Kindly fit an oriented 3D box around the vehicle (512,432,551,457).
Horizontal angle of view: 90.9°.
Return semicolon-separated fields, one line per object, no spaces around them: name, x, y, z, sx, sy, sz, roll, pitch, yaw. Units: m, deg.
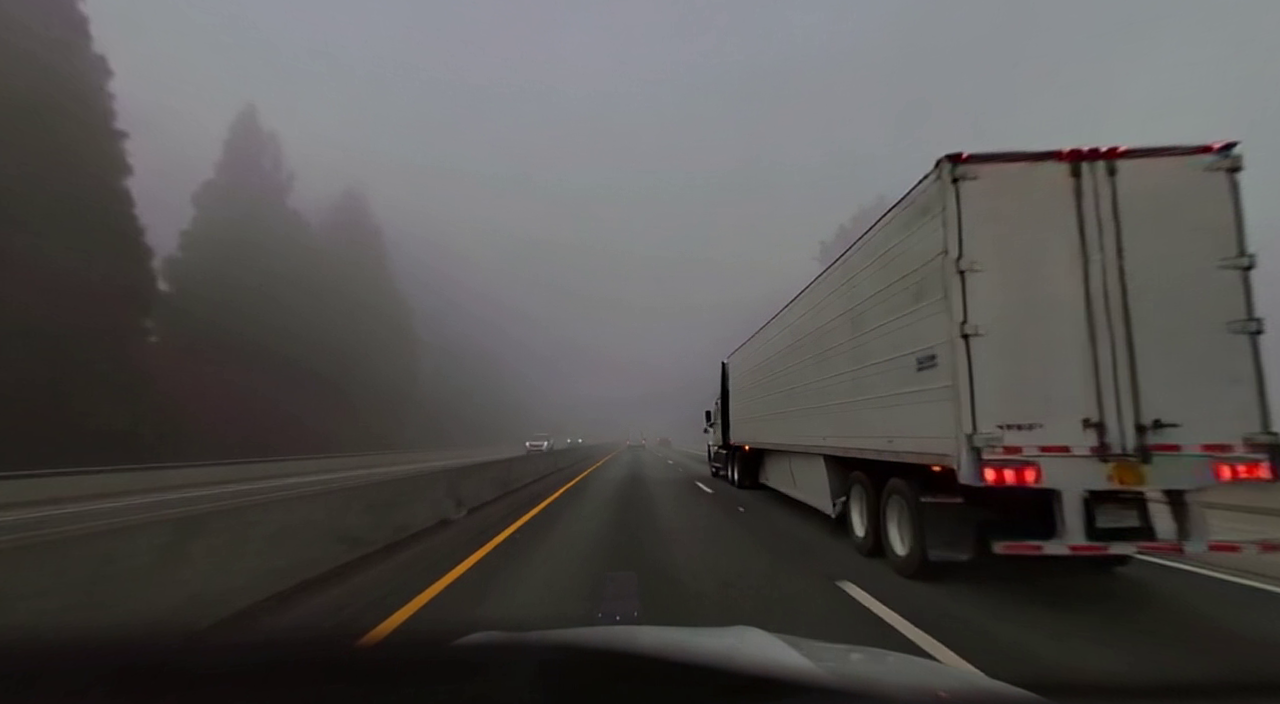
vehicle;-8.385;7.165;49.094;2.199;1.816;4.724;0;-8;0

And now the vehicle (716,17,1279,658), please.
vehicle;3.773;0.717;10.755;3.038;3.975;13.887;0;-8;-1
